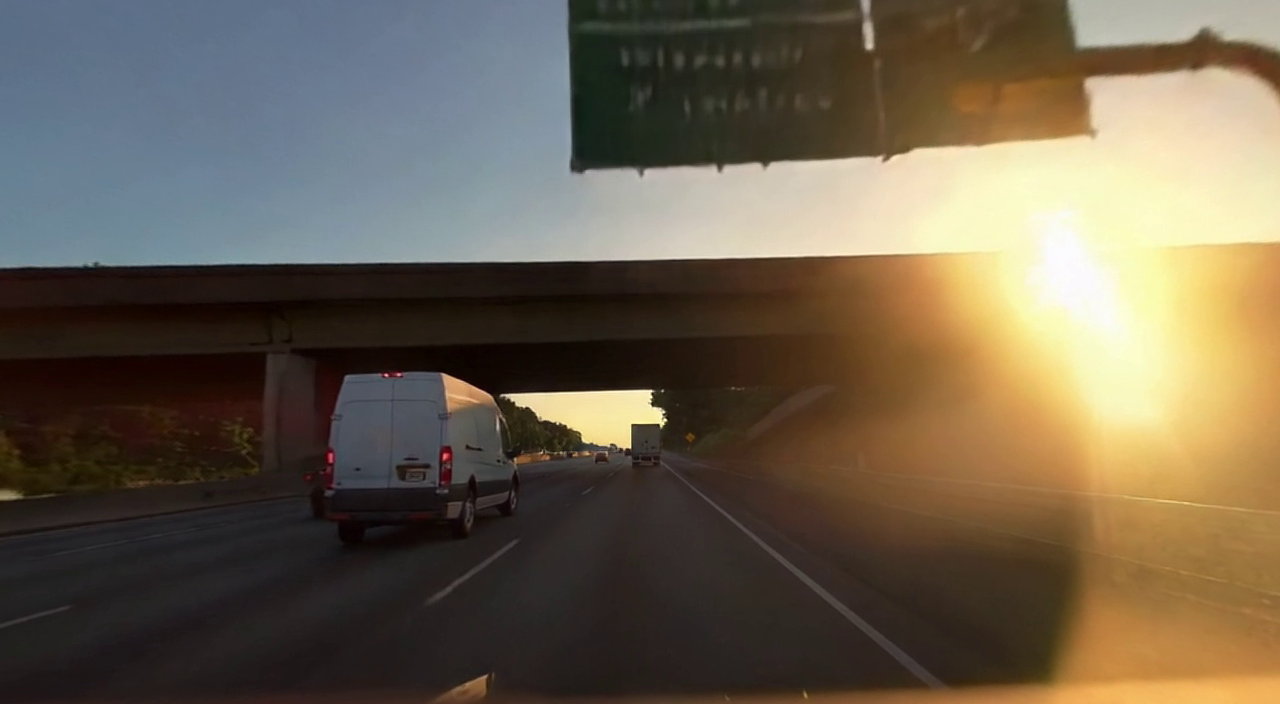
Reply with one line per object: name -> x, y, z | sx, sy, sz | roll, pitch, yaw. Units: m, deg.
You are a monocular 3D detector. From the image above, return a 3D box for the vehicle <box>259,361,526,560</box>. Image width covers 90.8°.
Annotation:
vehicle -> -3.899, 1.925, 11.635 | 2.504, 2.694, 5.934 | 0, -9, 0
